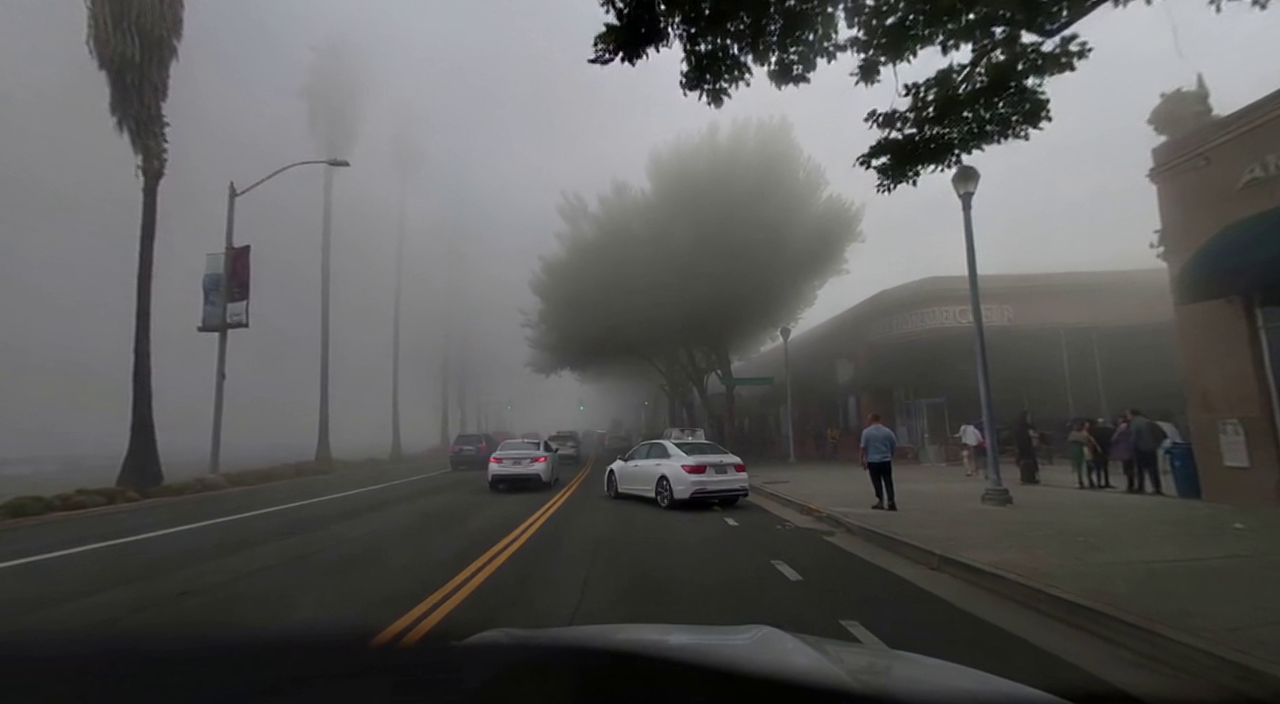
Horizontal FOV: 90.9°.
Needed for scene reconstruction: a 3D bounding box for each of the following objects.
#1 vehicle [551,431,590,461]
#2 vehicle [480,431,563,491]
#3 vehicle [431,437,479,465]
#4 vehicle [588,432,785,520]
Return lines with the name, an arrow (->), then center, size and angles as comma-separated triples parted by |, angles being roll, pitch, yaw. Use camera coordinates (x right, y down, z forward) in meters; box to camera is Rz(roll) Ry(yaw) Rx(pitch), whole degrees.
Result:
vehicle -> -4.786, 6.596, 44.074 | 2.277, 1.937, 4.487 | 0, -9, -1
vehicle -> -3.551, 3.362, 19.715 | 2.039, 1.628, 4.331 | 0, -9, -4
vehicle -> -11.109, 5.988, 38.194 | 1.930, 1.583, 4.423 | 0, -9, -5
vehicle -> 0.713, 2.486, 13.212 | 1.930, 1.477, 4.657 | 4, -10, -28
